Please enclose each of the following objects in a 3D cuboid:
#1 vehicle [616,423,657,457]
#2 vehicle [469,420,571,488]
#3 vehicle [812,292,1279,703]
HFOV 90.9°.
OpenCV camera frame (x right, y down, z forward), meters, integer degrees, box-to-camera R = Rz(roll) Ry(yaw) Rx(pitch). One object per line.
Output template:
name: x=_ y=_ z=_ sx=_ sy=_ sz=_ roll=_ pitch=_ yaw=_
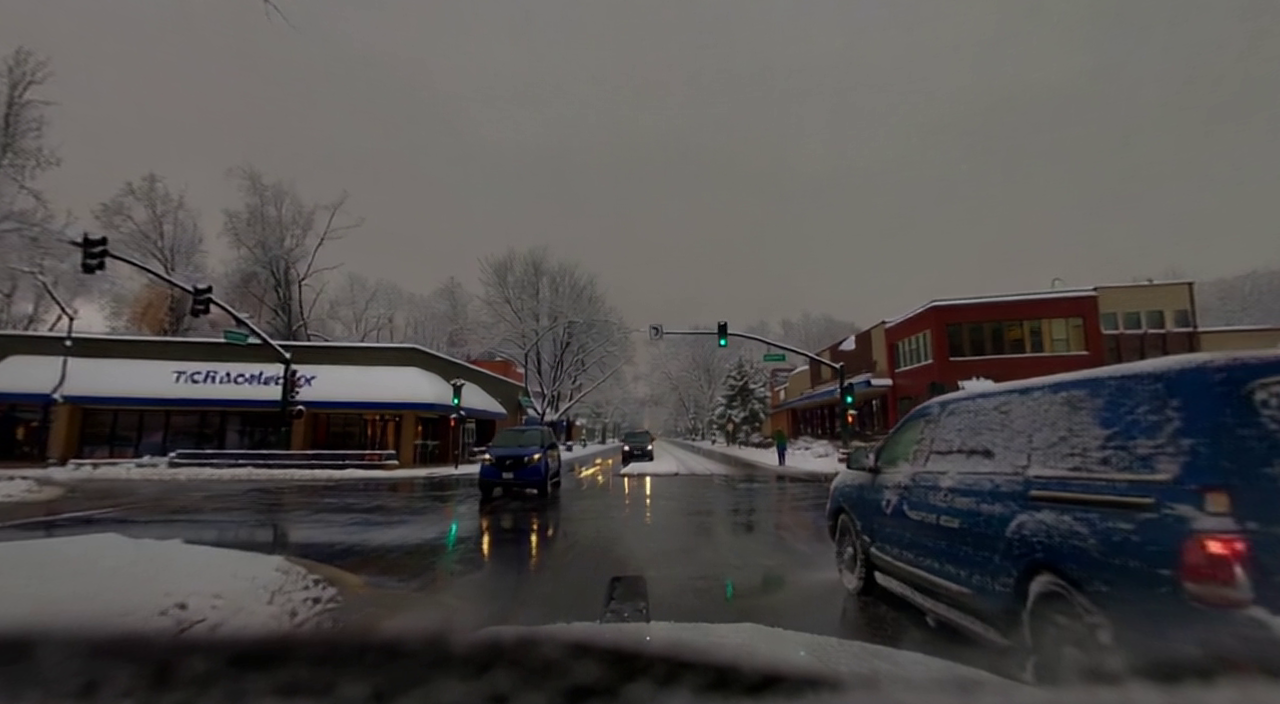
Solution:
vehicle: x=-0.238 y=5.519 z=39.376 sx=2.390 sy=1.948 sz=5.344 roll=0 pitch=-8 yaw=-1
vehicle: x=-3.205 y=2.829 z=17.723 sx=1.961 sy=1.658 sz=4.064 roll=-1 pitch=-8 yaw=2
vehicle: x=2.859 y=0.985 z=4.245 sx=2.048 sy=1.725 sz=4.754 roll=0 pitch=-8 yaw=0
